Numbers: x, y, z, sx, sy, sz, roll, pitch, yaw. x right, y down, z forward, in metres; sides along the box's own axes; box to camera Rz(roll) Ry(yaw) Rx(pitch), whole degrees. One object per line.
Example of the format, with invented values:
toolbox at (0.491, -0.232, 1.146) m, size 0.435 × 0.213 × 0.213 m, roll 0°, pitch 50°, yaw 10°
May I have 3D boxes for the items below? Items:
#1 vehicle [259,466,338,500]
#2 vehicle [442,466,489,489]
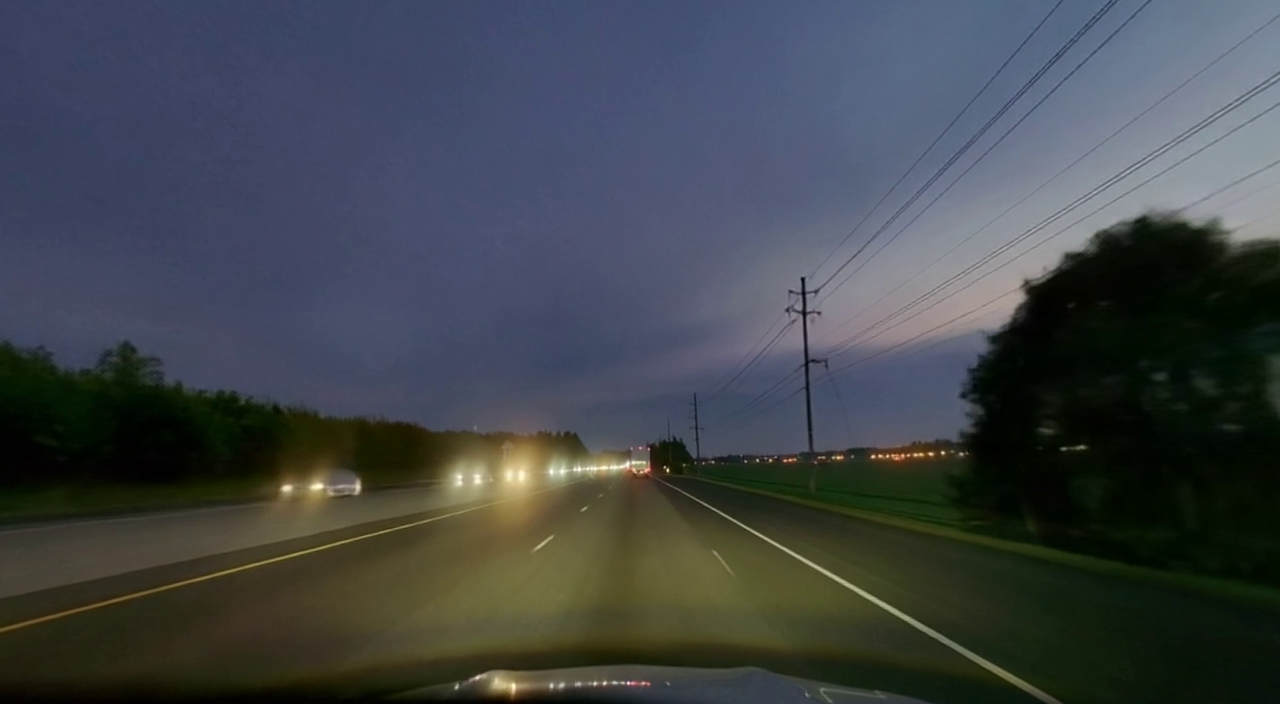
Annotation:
vehicle at (-15.693, 6.035, 29.181) m, size 1.673 × 1.409 × 3.458 m, roll 1°, pitch -11°, yaw 0°
vehicle at (-11.947, 8.624, 43.373) m, size 1.881 × 1.438 × 4.529 m, roll 1°, pitch -11°, yaw 0°
